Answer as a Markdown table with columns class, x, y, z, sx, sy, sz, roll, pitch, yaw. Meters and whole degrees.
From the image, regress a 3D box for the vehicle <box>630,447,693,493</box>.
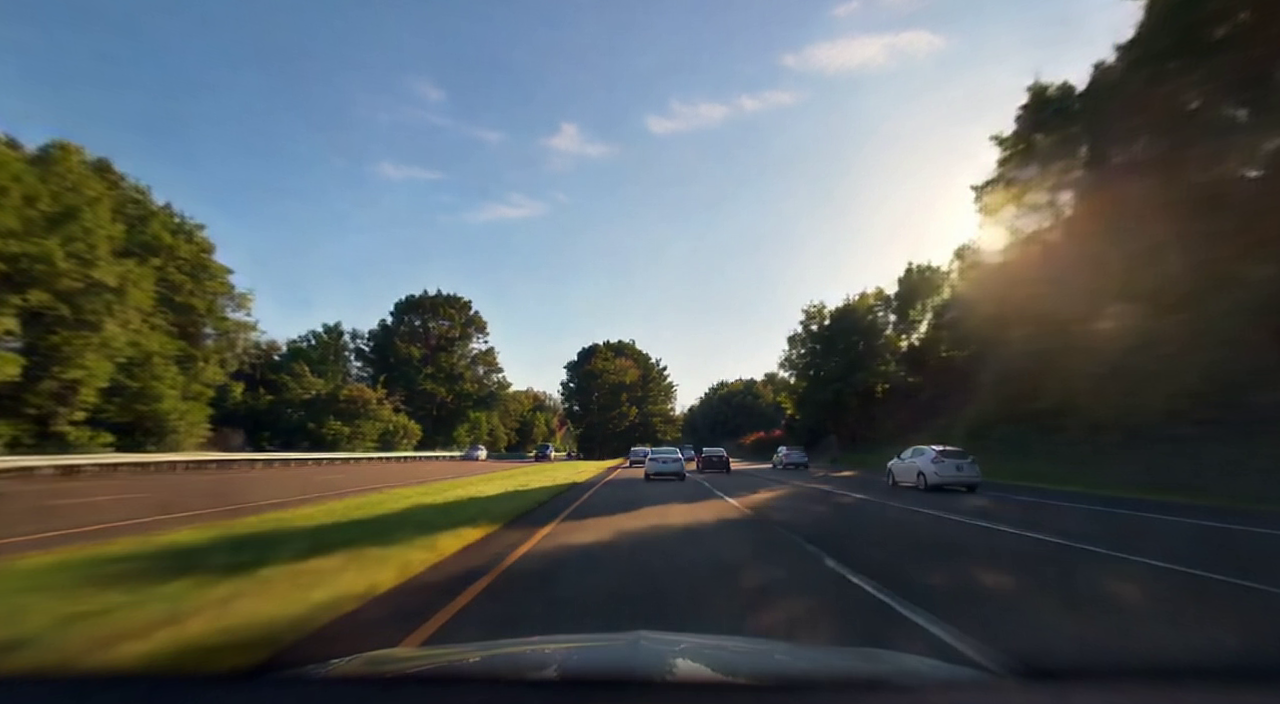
| class | x | y | z | sx | sy | sz | roll | pitch | yaw |
| --- | --- | --- | --- | --- | --- | --- | --- | --- | --- |
| vehicle | 0.686 | 4.054 | 21.963 | 2.020 | 1.426 | 3.702 | 0 | -9 | 0 |

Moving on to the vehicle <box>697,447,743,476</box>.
| class | x | y | z | sx | sy | sz | roll | pitch | yaw |
| --- | --- | --- | --- | --- | --- | --- | --- | --- | --- |
| vehicle | 4.433 | 6.101 | 35.367 | 1.981 | 1.518 | 4.029 | 0 | -9 | -1 |

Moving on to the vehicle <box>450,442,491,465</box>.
| class | x | y | z | sx | sy | sz | roll | pitch | yaw |
| --- | --- | --- | --- | --- | --- | --- | --- | --- | --- |
| vehicle | -12.459 | 7.514 | 46.567 | 1.835 | 1.583 | 4.021 | 0 | -9 | 0 |

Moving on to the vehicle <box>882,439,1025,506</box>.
| class | x | y | z | sx | sy | sz | roll | pitch | yaw |
| --- | --- | --- | --- | --- | --- | --- | --- | --- | --- |
| vehicle | 8.146 | 3.150 | 16.810 | 1.847 | 1.554 | 3.752 | 0 | -9 | 0 |

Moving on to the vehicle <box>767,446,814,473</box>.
| class | x | y | z | sx | sy | sz | roll | pitch | yaw |
| --- | --- | --- | --- | --- | --- | --- | --- | --- | --- |
| vehicle | 9.245 | 6.641 | 39.069 | 1.957 | 1.594 | 3.632 | 0 | -9 | 0 |
